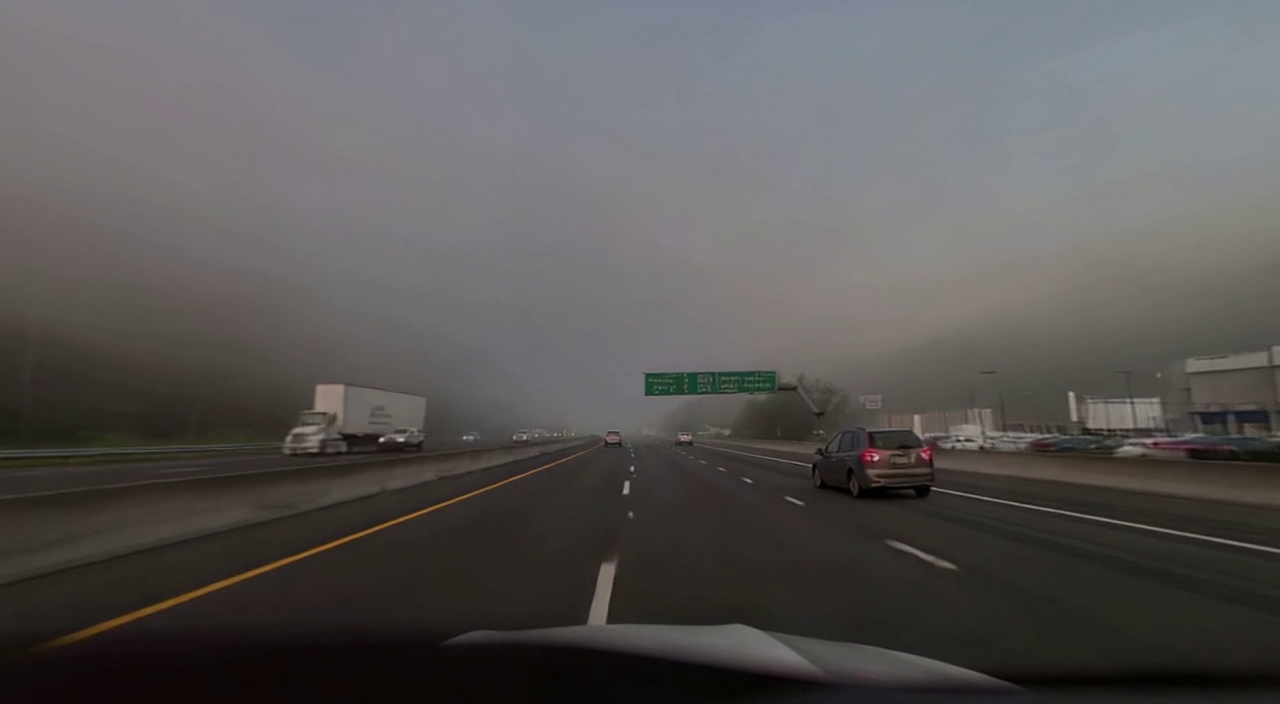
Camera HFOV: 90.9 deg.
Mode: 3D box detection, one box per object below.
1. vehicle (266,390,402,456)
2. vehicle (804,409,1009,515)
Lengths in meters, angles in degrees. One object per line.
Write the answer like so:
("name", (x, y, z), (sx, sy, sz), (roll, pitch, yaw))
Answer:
("vehicle", (-18.540, 4.552, 39.421), (3.176, 3.534, 10.743), (0, -8, -1))
("vehicle", (4.741, 2.020, 12.062), (2.022, 1.637, 4.229), (0, -8, -1))
